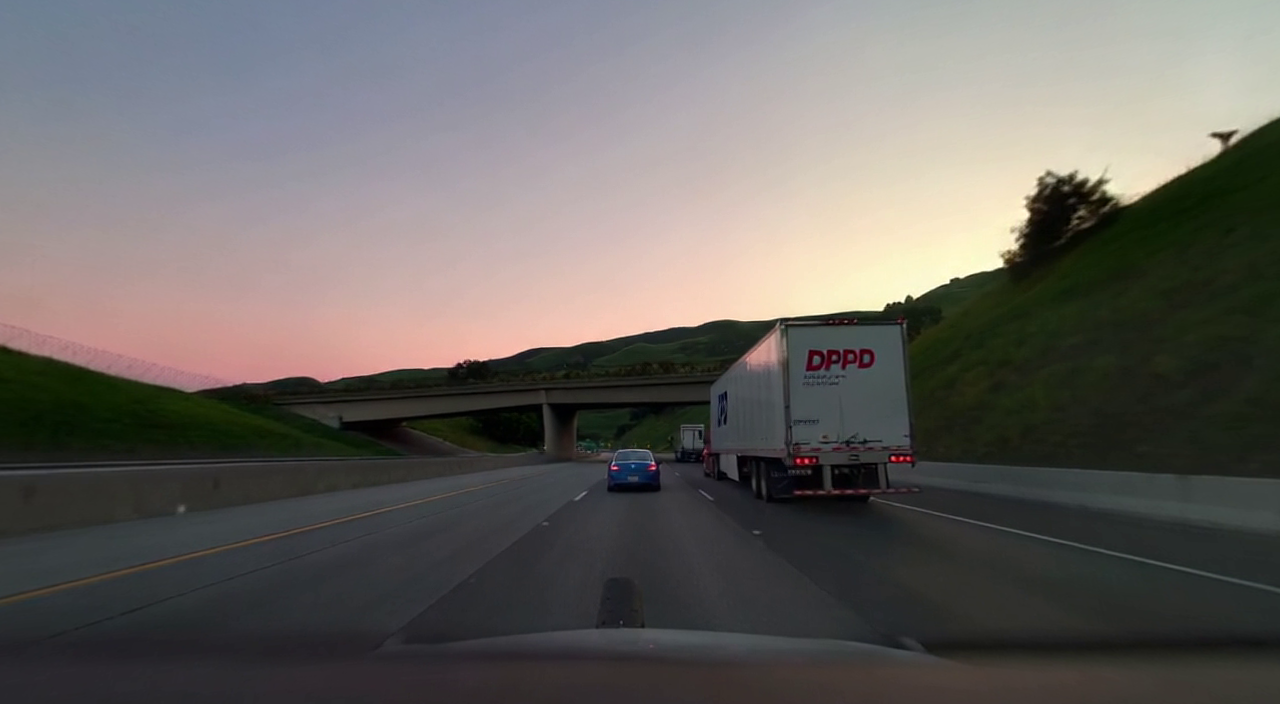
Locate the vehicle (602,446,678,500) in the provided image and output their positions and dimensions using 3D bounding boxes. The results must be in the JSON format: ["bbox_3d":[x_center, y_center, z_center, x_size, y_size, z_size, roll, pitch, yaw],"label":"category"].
[{"bbox_3d":[0.001,3.553,18.903,2.029,1.437,3.794,0,-9,0],"label":"vehicle"}]

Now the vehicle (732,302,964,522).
[{"bbox_3d":[4.307,1.680,15.498,2.802,3.956,8.291,0,-9,0],"label":"vehicle"}]
